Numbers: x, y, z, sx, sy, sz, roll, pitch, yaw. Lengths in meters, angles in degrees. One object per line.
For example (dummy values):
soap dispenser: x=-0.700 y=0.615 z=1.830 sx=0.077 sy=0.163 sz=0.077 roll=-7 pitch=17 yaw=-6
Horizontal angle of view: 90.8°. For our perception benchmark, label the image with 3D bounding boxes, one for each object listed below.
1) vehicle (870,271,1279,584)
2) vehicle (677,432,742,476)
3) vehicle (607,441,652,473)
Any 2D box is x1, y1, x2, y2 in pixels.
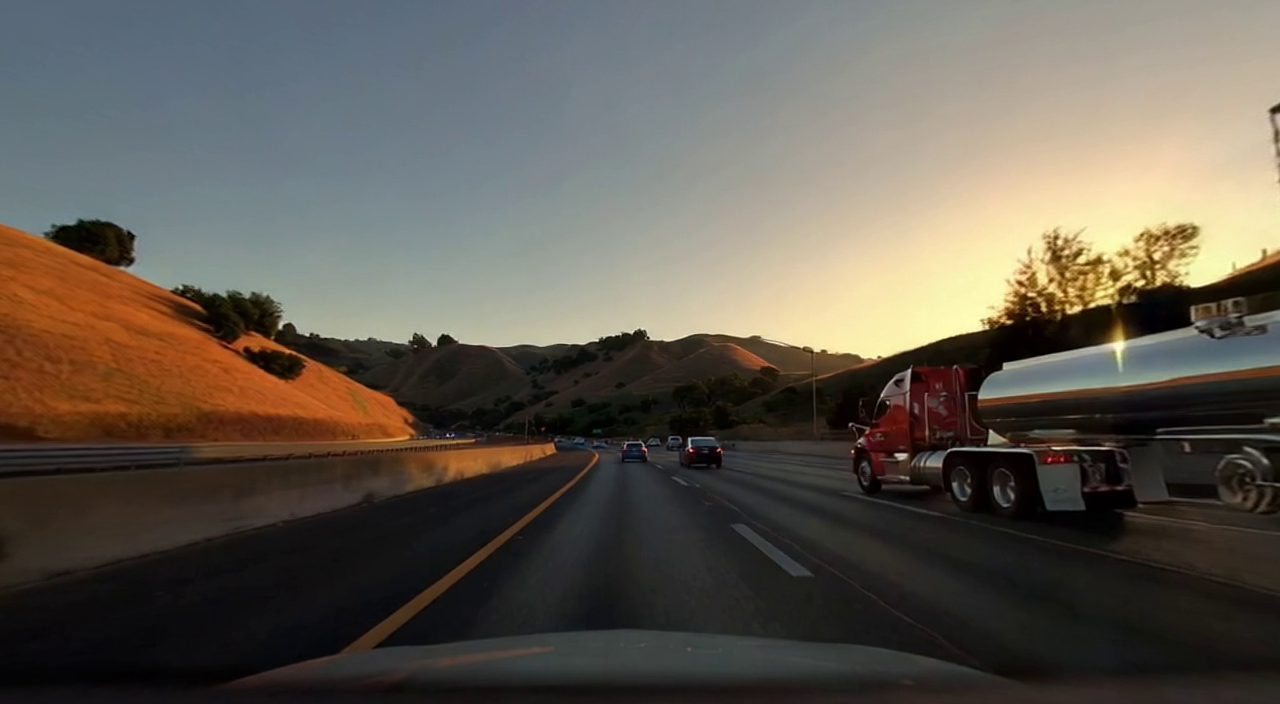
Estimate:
vehicle: x=7.297 y=1.391 z=10.771 sx=2.880 sy=2.975 sz=9.608 roll=0 pitch=-9 yaw=-2
vehicle: x=3.029 y=4.572 z=28.526 sx=2.098 sy=1.794 sz=4.561 roll=0 pitch=-9 yaw=-4
vehicle: x=-0.607 y=5.207 z=31.645 sx=2.083 sy=1.477 sz=3.965 roll=0 pitch=-9 yaw=-3
